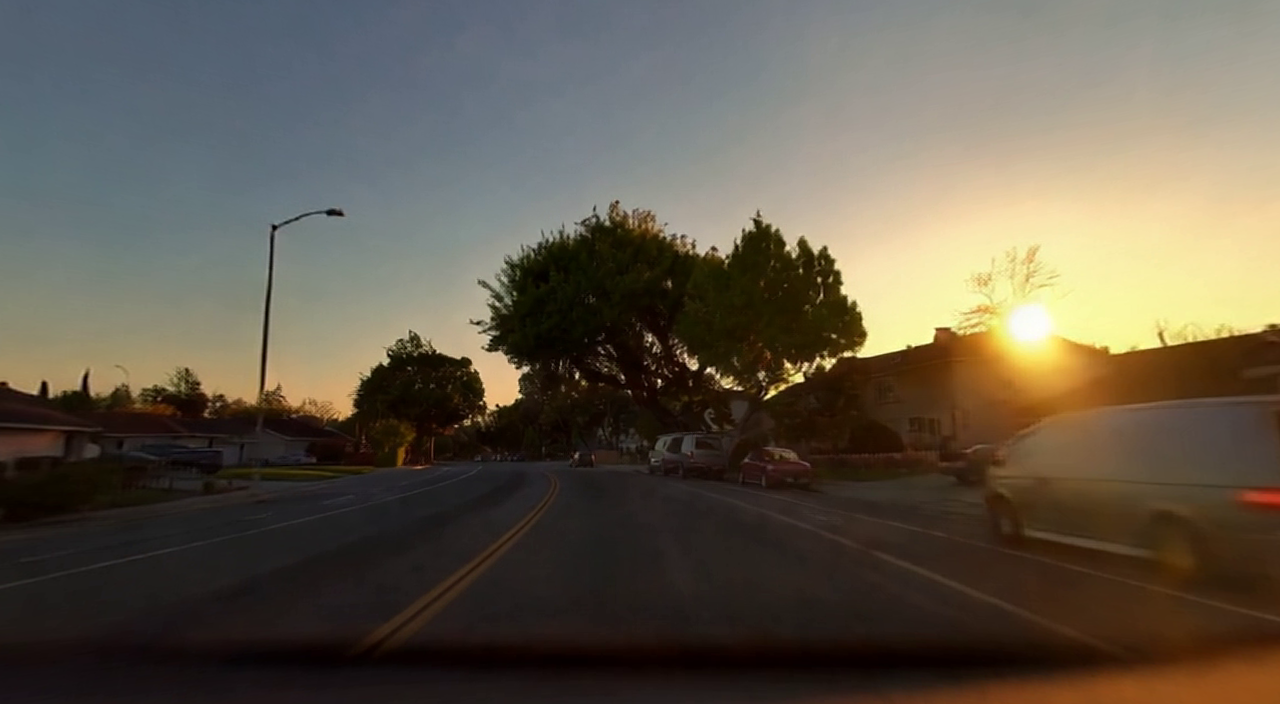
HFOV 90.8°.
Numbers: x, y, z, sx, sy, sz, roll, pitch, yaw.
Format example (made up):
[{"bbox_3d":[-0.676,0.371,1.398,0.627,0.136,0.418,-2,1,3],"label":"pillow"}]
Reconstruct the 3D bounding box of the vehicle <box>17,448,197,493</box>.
[{"bbox_3d":[-19.168,4.253,22.969,4.502,1.511,1.939,2,-9,-12],"label":"vehicle"}]

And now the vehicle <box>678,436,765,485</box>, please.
[{"bbox_3d":[3.798,5.281,31.204,2.670,2.085,6.775,1,-9,-7],"label":"vehicle"}]

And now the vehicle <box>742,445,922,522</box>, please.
[{"bbox_3d":[4.882,3.394,17.133,2.713,1.671,4.939,1,-8,-9],"label":"vehicle"}]

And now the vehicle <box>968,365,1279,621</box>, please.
[{"bbox_3d":[6.421,1.501,7.441,2.305,2.111,4.965,0,-9,-1],"label":"vehicle"}]

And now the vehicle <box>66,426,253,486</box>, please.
[{"bbox_3d":[-20.146,4.402,26.845,5.680,2.354,2.326,2,-10,-13],"label":"vehicle"}]
